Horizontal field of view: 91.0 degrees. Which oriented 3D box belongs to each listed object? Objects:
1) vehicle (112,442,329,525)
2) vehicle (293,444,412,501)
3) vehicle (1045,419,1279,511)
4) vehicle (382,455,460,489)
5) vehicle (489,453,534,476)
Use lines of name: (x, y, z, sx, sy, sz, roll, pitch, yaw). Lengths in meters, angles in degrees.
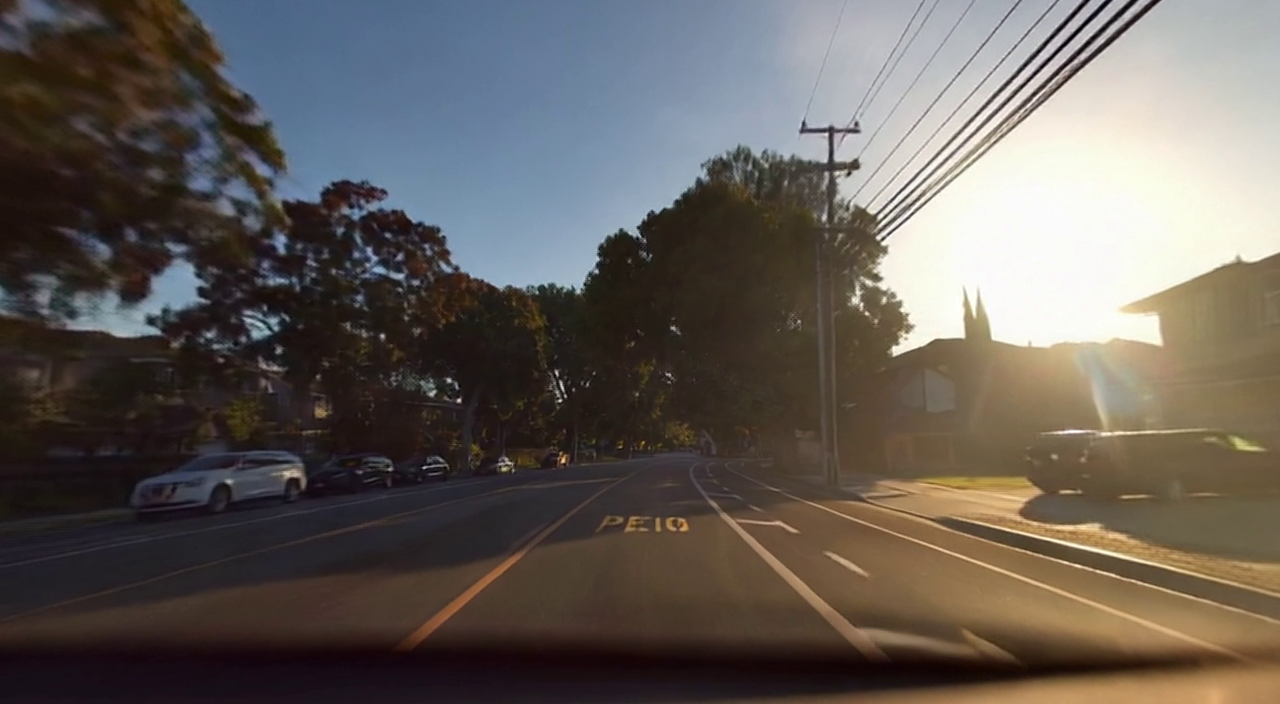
vehicle: (-11.602, 3.664, 18.171, 2.225, 1.887, 5.672, -3, -9, 2)
vehicle: (-11.348, 4.798, 25.410, 2.114, 1.925, 5.449, -3, -9, 2)
vehicle: (11.957, 2.436, 13.785, 4.710, 1.846, 1.985, 0, -9, 2)
vehicle: (-10.865, 5.964, 31.603, 1.908, 1.491, 4.627, -1, -9, 5)
vehicle: (-9.636, 8.476, 47.617, 1.945, 1.514, 4.635, -1, -9, 6)
